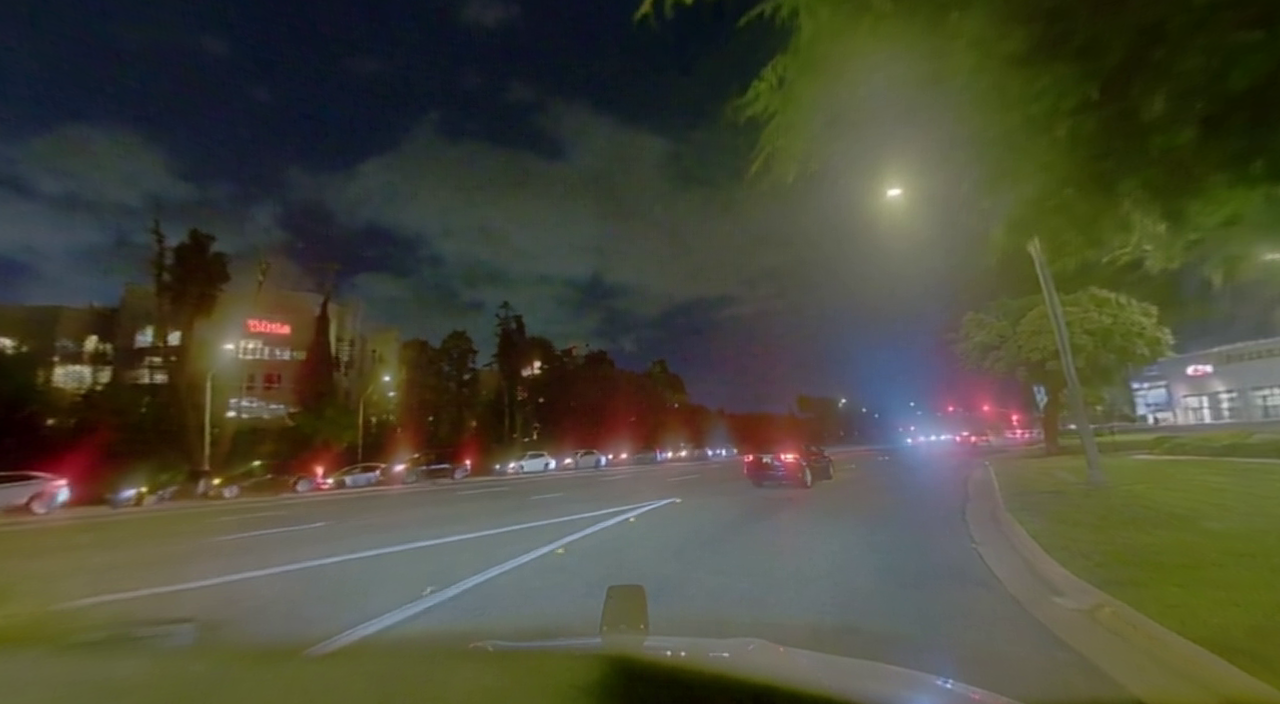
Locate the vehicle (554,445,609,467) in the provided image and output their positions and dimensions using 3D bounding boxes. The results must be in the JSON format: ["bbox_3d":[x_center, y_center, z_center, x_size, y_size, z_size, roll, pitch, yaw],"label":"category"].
[{"bbox_3d":[-4.513,8.128,49.147,1.851,1.450,4.396,-13,-14,31],"label":"vehicle"}]

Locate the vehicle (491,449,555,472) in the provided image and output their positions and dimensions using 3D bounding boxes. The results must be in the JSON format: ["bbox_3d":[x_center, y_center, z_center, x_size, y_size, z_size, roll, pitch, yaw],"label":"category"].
[{"bbox_3d":[-7.999,7.428,43.435,1.832,1.473,4.377,-6,-11,33],"label":"vehicle"}]

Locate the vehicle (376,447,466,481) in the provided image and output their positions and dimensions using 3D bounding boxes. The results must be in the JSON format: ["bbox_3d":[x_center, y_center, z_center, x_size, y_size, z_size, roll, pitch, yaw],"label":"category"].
[{"bbox_3d":[-12.646,6.472,36.731,1.969,1.758,4.662,-6,-10,32],"label":"vehicle"}]

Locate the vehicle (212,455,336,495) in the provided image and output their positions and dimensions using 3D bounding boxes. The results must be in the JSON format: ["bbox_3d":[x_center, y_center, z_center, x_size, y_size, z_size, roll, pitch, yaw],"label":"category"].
[{"bbox_3d":[-17.120,5.746,29.732,1.876,1.642,4.600,-6,-10,31],"label":"vehicle"}]

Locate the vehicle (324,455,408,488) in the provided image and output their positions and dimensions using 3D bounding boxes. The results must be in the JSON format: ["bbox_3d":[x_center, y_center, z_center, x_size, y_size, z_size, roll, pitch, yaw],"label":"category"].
[{"bbox_3d":[-17.767,7.722,41.085,2.123,1.897,4.580,-6,-10,31],"label":"vehicle"}]
